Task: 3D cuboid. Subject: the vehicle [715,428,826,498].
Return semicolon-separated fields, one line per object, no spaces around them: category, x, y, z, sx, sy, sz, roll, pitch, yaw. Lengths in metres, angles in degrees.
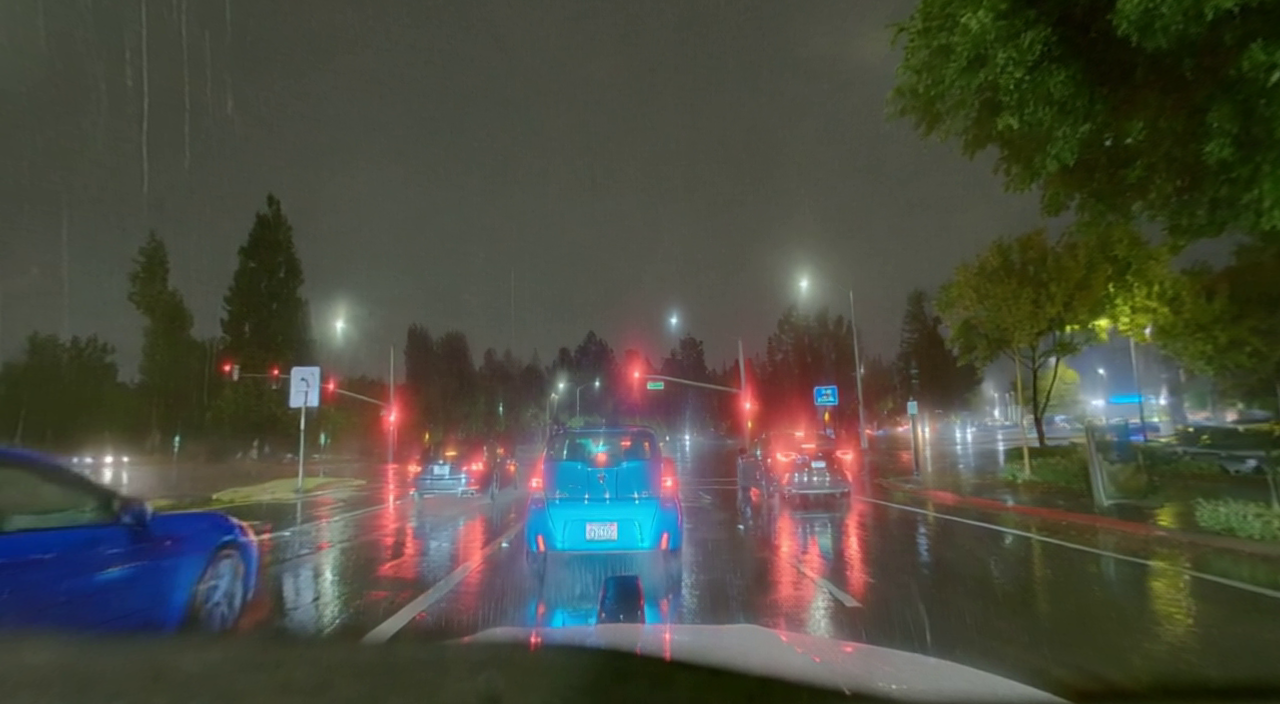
vehicle;3.427;3.008;17.510;2.028;1.678;4.220;0;-8;-2

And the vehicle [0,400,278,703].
vehicle;-3.741;0.928;2.486;2.074;1.485;4.395;0;-8;-1

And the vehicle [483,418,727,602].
vehicle;-0.358;1.641;7.495;2.045;1.533;4.183;0;-8;-2

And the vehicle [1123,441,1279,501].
vehicle;15.177;3.030;16.273;3.951;1.418;1.842;0;-8;-3

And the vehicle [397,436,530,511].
vehicle;-3.781;2.663;14.293;1.998;1.452;3.773;0;-8;-2
